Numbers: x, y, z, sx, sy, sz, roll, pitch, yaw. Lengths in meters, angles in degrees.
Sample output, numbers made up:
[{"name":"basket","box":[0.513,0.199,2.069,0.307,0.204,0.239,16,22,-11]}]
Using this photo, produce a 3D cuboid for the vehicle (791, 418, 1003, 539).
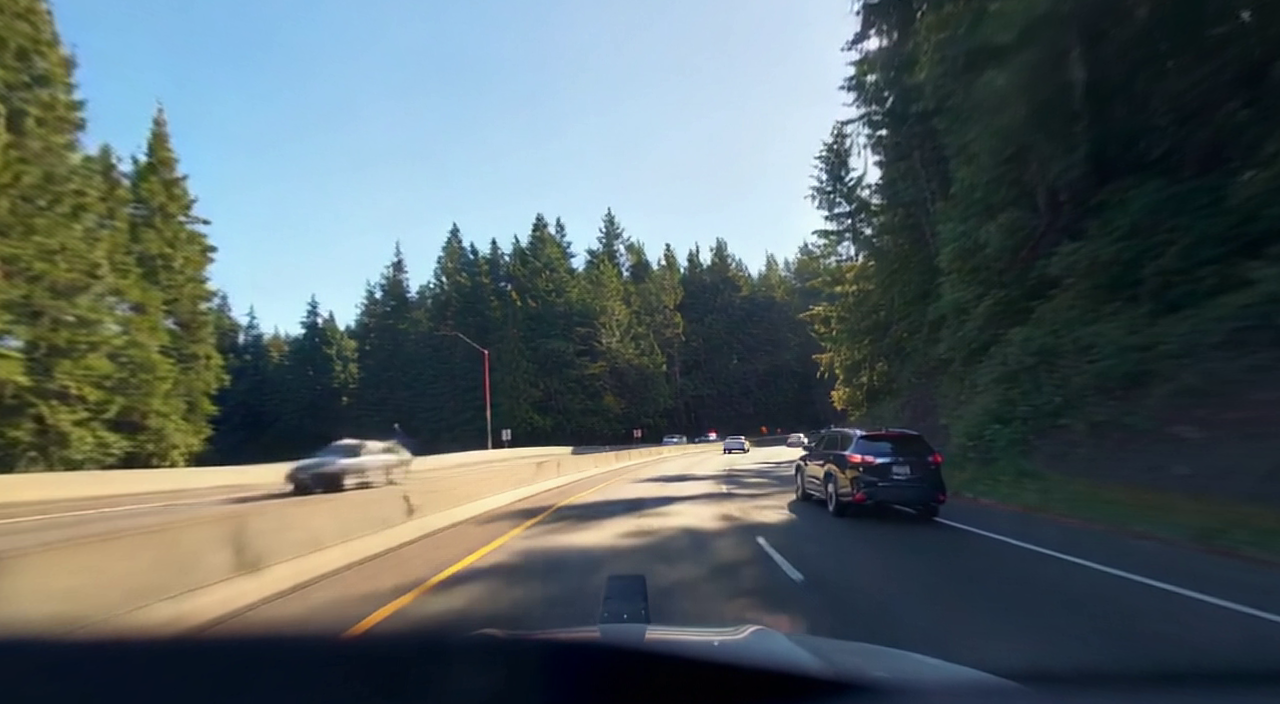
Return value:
[{"name":"vehicle","box":[4.228,2.144,11.325,2.112,1.708,4.380,0,-8,3]}]

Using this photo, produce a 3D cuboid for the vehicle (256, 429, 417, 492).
[{"name":"vehicle","box":[-8.089,2.942,17.381,1.931,1.492,4.374,-1,-9,6]}]
